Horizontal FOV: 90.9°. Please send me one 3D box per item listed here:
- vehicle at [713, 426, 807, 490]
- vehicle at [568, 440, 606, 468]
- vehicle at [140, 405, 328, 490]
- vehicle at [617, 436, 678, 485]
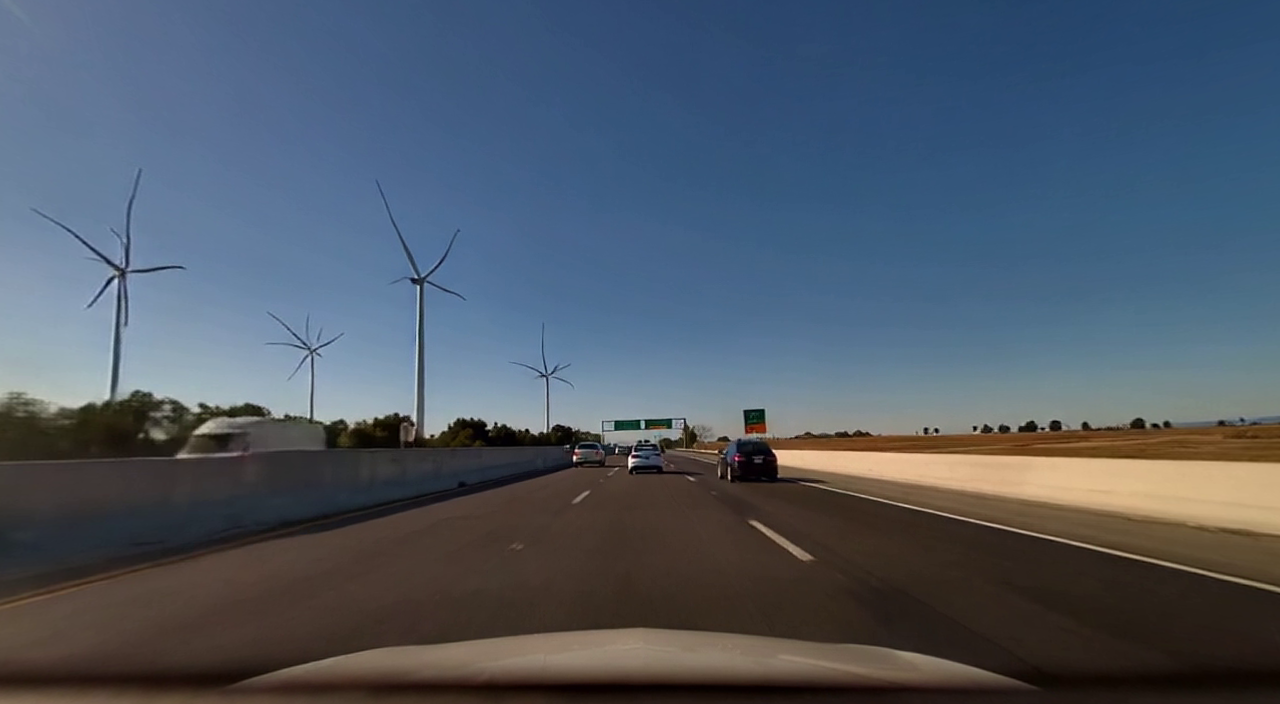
[{"bbox_3d":[3.864,3.540,21.288,2.104,1.861,4.956,0,-9,-1],"label":"vehicle"},{"bbox_3d":[-3.556,6.957,43.196,2.131,1.784,4.635,0,-9,1],"label":"vehicle"},{"bbox_3d":[-15.886,3.864,25.528,2.621,2.942,7.225,0,-9,1],"label":"vehicle"},{"bbox_3d":[0.254,4.024,23.496,2.083,1.653,3.787,0,-9,0],"label":"vehicle"}]
